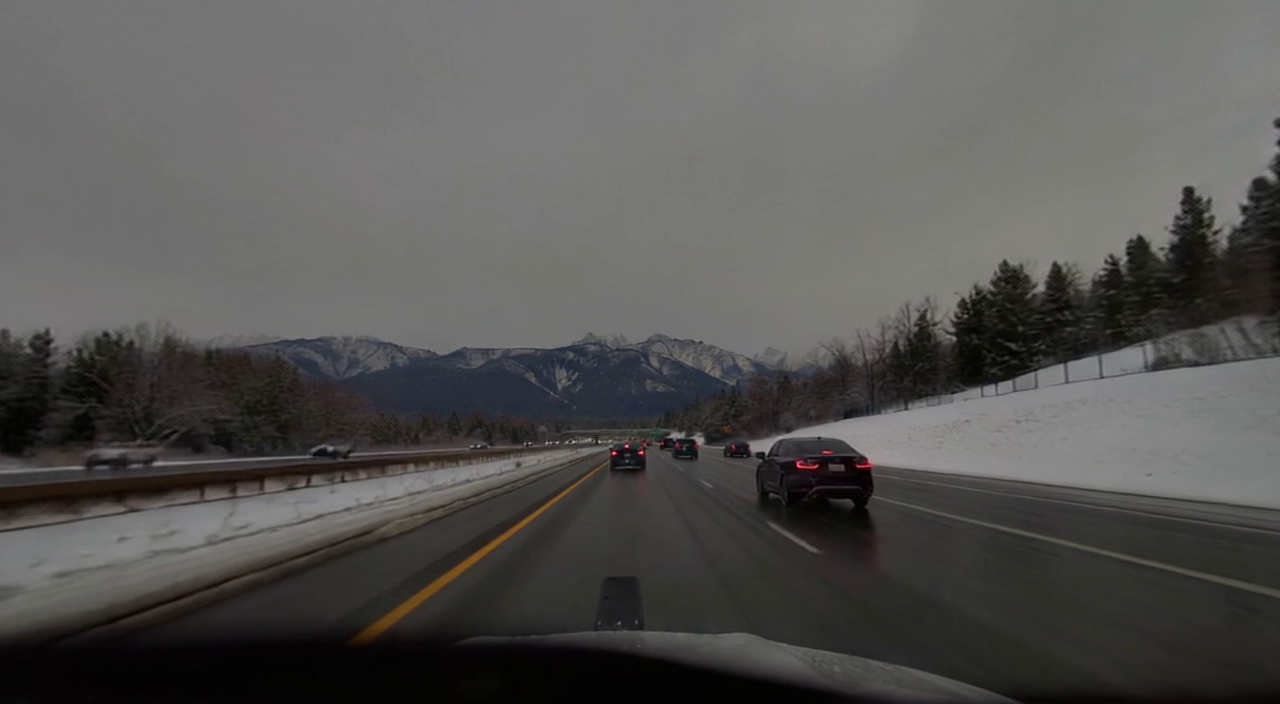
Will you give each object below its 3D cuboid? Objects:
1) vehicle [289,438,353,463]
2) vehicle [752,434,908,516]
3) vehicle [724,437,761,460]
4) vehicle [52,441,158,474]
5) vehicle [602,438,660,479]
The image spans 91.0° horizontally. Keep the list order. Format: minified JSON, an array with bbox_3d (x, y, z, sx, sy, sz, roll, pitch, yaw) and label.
[{"bbox_3d":[-25.026,7.772,49.653,2.089,1.813,5.758,0,-9,0],"label":"vehicle"},{"bbox_3d":[3.786,2.524,13.466,1.957,1.447,4.241,0,-8,-1],"label":"vehicle"},{"bbox_3d":[7.611,7.219,47.106,1.996,1.637,3.990,0,-8,-2],"label":"vehicle"},{"bbox_3d":[-31.968,6.300,37.849,2.027,1.826,4.921,0,-8,0],"label":"vehicle"},{"bbox_3d":[-0.307,4.132,24.649,2.085,1.449,3.860,0,-8,0],"label":"vehicle"}]
